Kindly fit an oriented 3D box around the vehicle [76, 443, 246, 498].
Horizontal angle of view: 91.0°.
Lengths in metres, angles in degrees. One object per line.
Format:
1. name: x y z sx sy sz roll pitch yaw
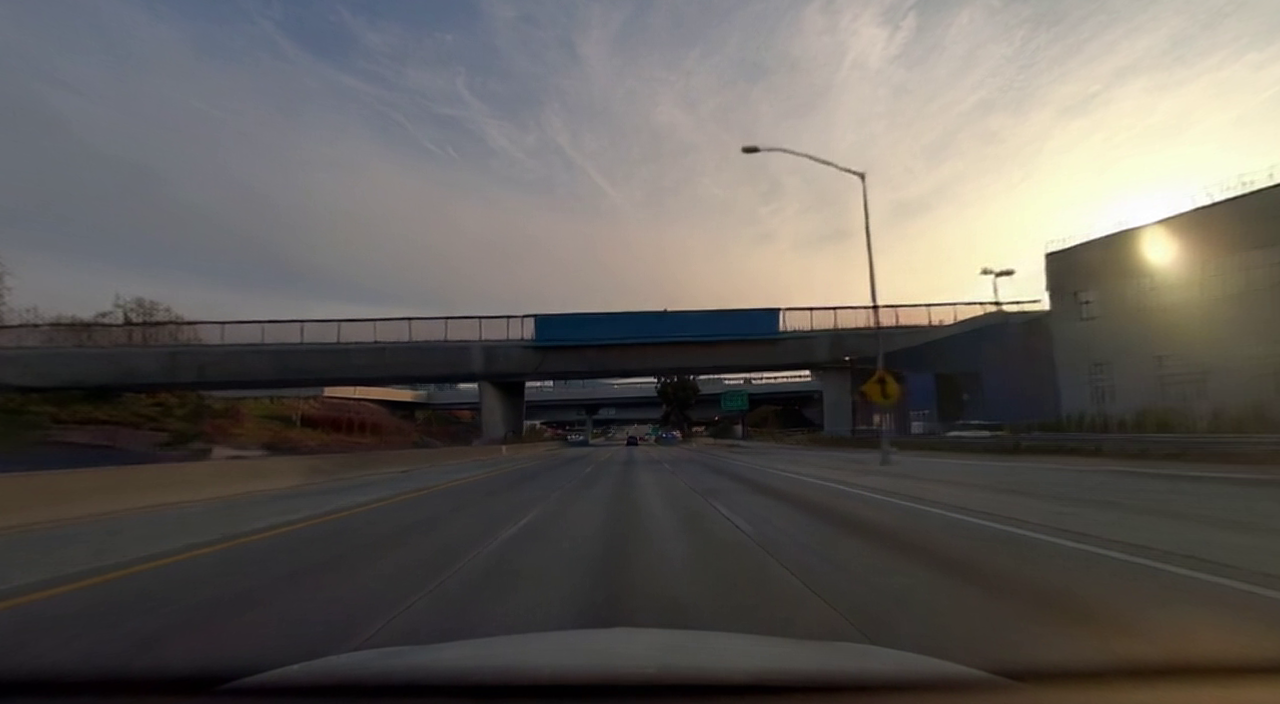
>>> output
1. vehicle: -15.052 3.710 20.180 1.855 1.490 4.609 -1 -8 0
